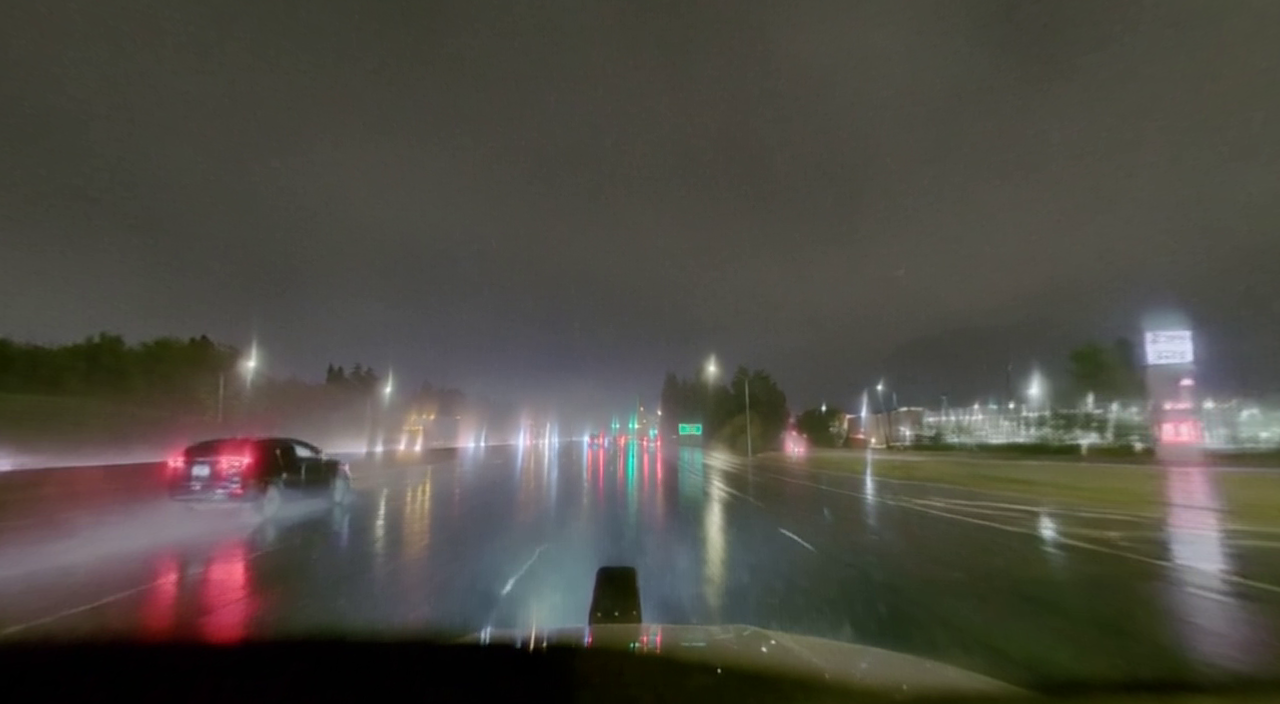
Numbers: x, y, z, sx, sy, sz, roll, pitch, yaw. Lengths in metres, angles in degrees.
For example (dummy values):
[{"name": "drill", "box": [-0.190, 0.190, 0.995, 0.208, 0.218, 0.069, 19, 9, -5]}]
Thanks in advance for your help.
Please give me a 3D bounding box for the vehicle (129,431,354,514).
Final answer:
[{"name": "vehicle", "box": [-8.442, 2.576, 14.034, 2.060, 1.507, 4.494, 0, -8, 0]}]
